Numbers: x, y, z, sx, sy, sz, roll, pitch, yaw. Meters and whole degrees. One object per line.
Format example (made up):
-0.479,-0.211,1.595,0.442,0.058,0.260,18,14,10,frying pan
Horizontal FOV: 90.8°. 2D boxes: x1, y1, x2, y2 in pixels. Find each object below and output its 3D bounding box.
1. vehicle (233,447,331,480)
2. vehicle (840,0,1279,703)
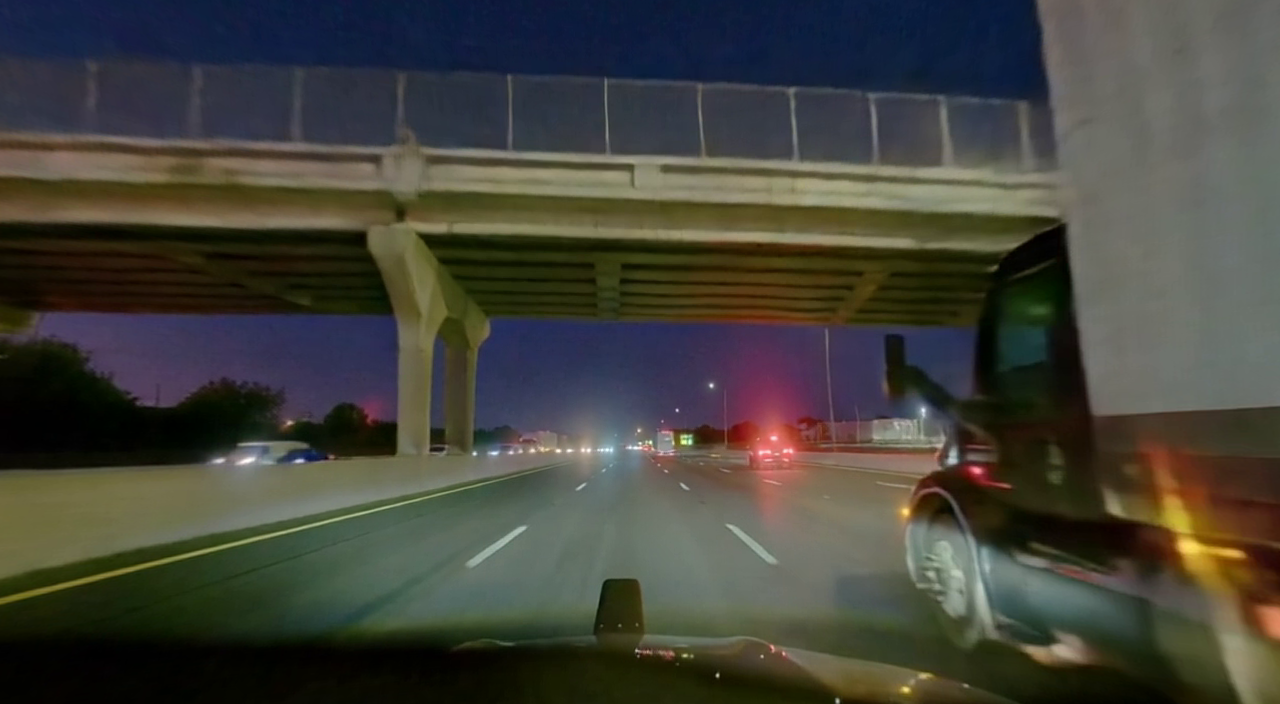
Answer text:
-18.176,5.674,32.442,2.085,1.544,4.950,0,-9,1,vehicle
3.335,-0.348,1.700,3.210,4.239,7.307,0,-9,1,vehicle
